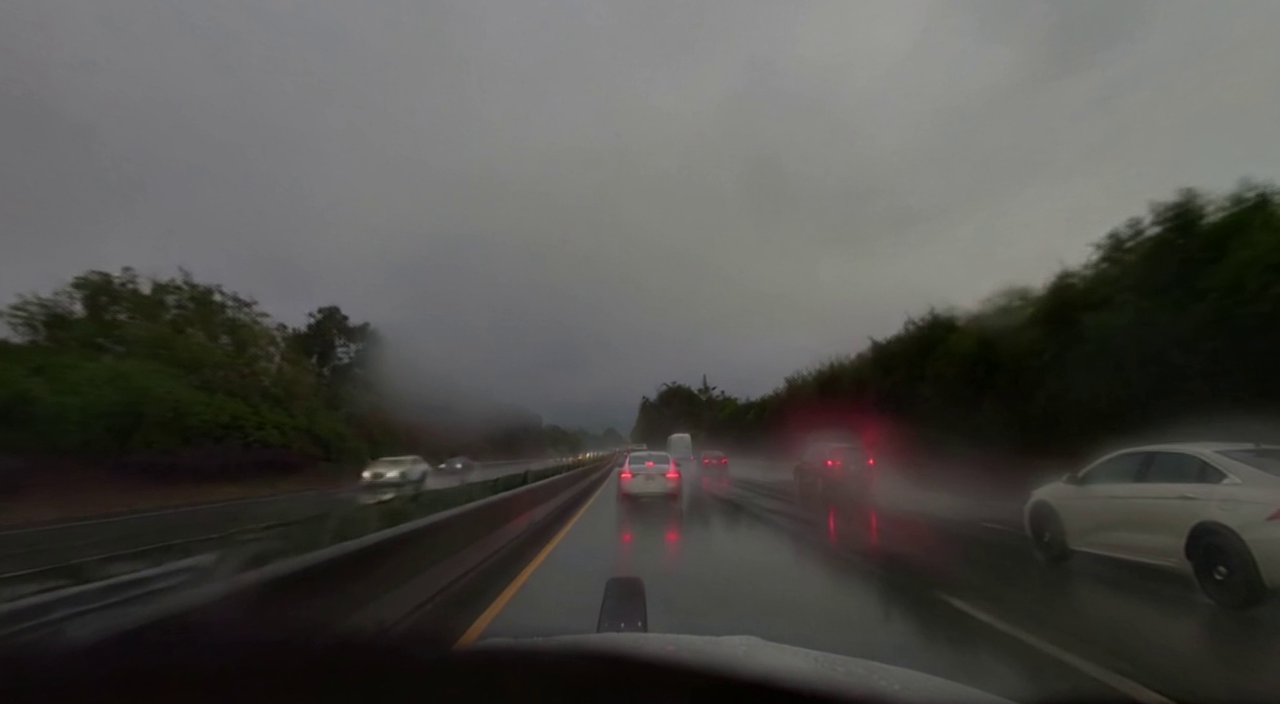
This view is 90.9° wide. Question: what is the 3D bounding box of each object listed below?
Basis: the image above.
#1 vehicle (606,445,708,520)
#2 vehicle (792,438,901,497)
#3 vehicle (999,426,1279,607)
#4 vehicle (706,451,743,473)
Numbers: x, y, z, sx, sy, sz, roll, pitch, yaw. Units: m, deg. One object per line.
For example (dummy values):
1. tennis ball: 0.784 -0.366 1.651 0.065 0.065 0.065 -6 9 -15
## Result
1. vehicle: 0.311 2.961 14.748 2.076 1.485 3.774 0 -9 -1
2. vehicle: 6.514 3.690 20.433 1.980 1.702 4.235 0 -9 -2
3. vehicle: 6.282 1.664 7.133 1.965 1.484 4.090 0 -9 -1
4. vehicle: 5.969 7.838 45.042 1.921 1.451 3.841 0 -9 -3
